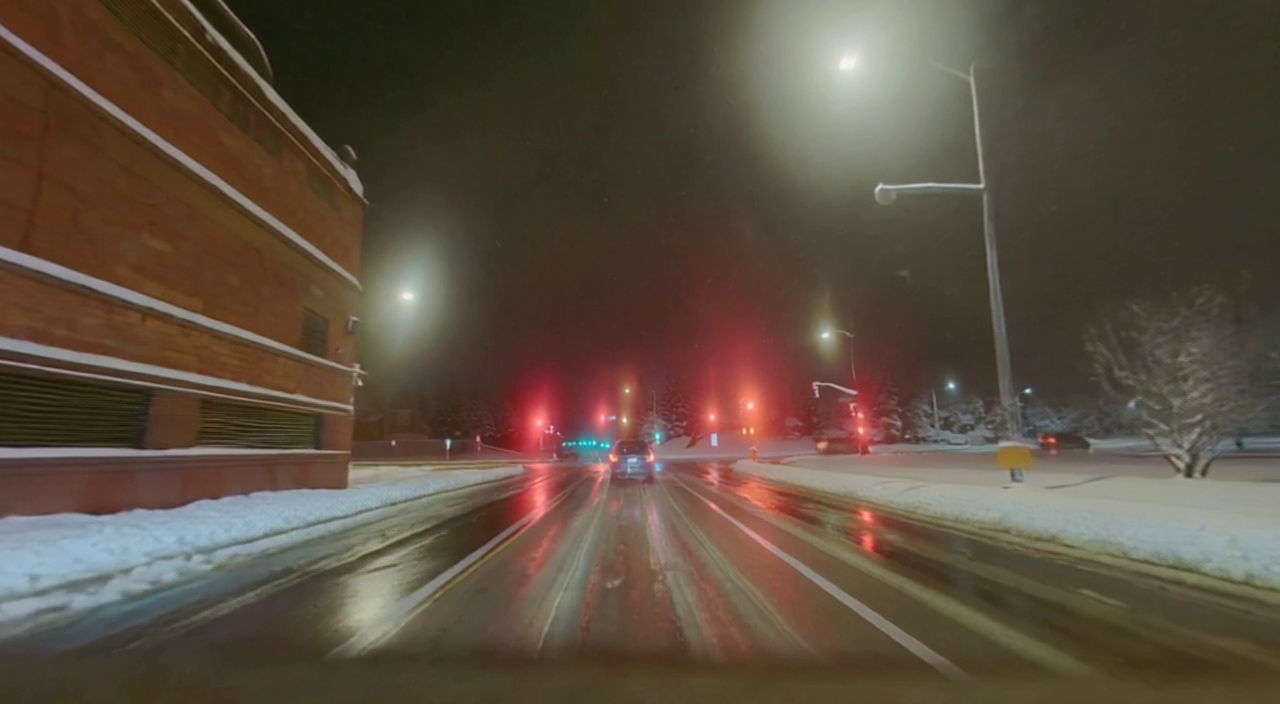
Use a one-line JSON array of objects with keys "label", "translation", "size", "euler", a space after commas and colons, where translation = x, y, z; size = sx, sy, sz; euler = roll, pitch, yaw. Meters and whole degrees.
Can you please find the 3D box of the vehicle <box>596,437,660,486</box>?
[{"label": "vehicle", "translation": [-0.459, 4.132, 24.158], "size": [2.218, 1.657, 4.551], "euler": [0, -9, -1]}]
